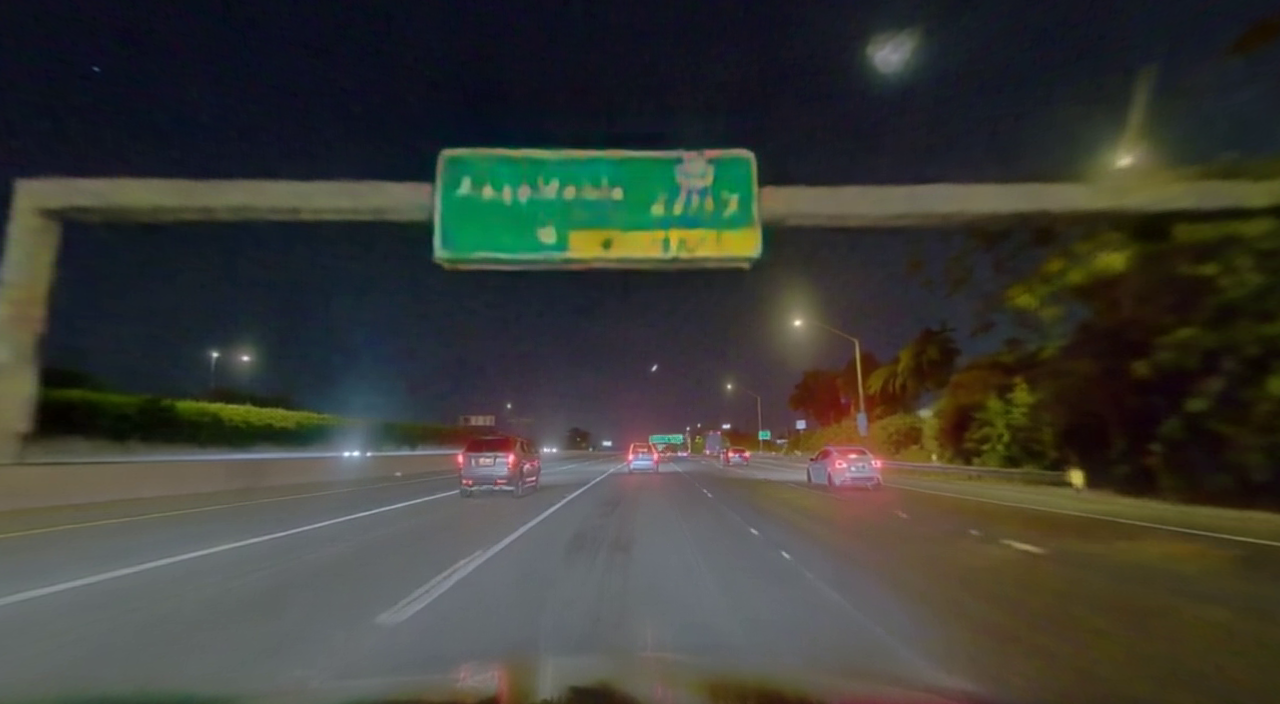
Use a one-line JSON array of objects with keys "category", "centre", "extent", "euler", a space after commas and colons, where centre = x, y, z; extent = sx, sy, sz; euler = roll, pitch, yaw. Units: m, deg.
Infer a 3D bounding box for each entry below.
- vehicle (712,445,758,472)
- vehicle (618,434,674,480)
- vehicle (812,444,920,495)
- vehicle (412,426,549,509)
[{"category": "vehicle", "centre": [5.503, 6.236, 37.085], "extent": [2.005, 1.456, 4.287], "euler": [0, -9, 0]}, {"category": "vehicle", "centre": [0.289, 4.672, 28.172], "extent": [2.270, 1.862, 4.949], "euler": [0, -9, 1]}, {"category": "vehicle", "centre": [7.185, 3.765, 20.564], "extent": [1.936, 1.480, 4.373], "euler": [0, -9, 0]}, {"category": "vehicle", "centre": [-3.725, 2.798, 15.644], "extent": [2.142, 1.759, 4.297], "euler": [0, -9, 2]}]
